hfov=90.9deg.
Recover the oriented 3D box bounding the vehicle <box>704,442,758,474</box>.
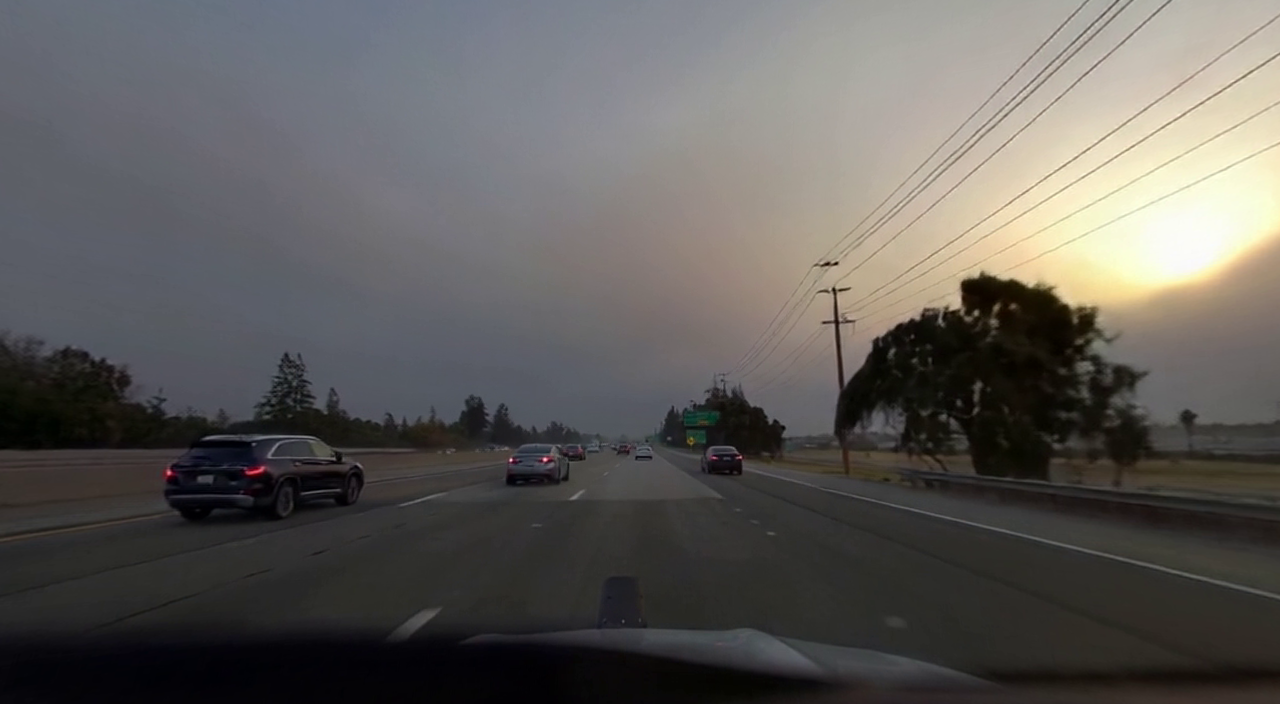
[{"bbox_3d":[4.432,5.212,31.221,1.964,1.479,4.252,0,-8,-1],"label":"vehicle"}]

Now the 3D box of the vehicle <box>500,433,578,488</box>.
[{"bbox_3d":[-3.362,3.718,21.841,1.961,1.704,4.052,0,-8,1],"label":"vehicle"}]

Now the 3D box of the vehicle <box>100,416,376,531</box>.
[{"bbox_3d":[-7.399,2.276,12.456,2.162,1.805,4.853,0,-8,1],"label":"vehicle"}]
